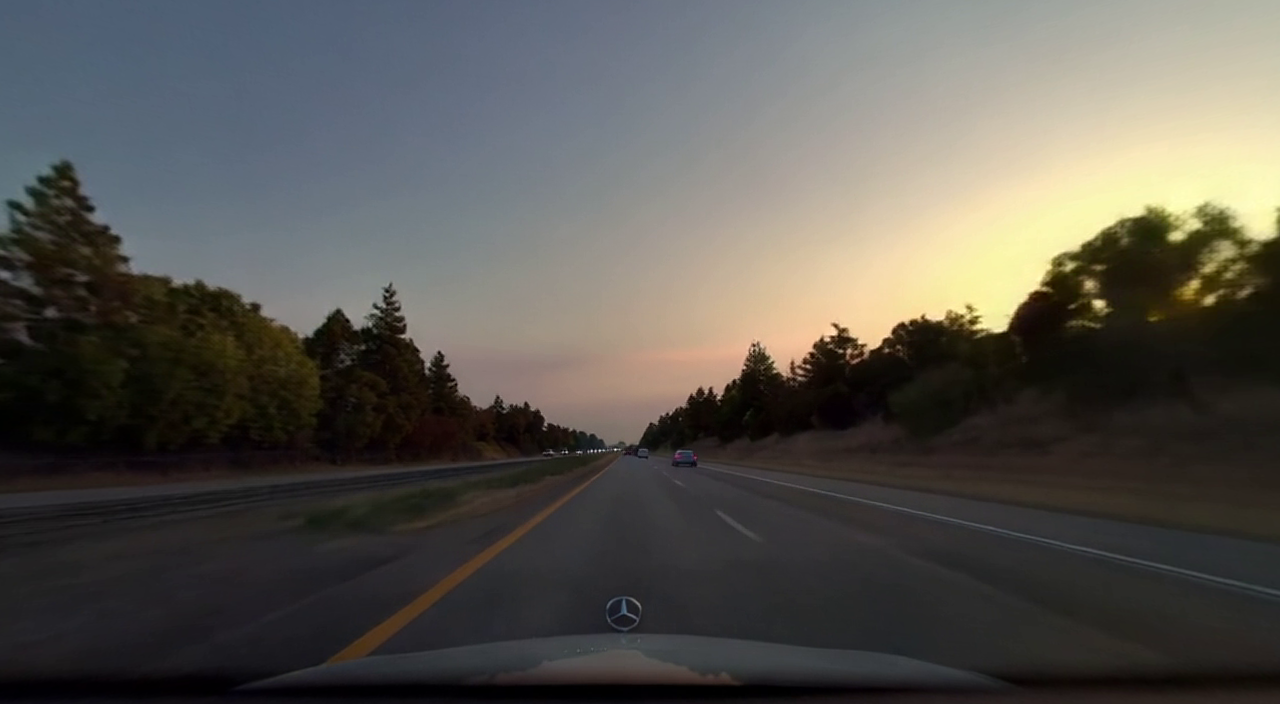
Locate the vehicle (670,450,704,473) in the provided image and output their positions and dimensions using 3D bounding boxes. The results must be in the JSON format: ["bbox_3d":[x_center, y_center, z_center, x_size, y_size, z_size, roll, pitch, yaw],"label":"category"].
[{"bbox_3d":[3.145,7.364,42.651,1.870,1.486,3.858,0,-9,-2],"label":"vehicle"}]
